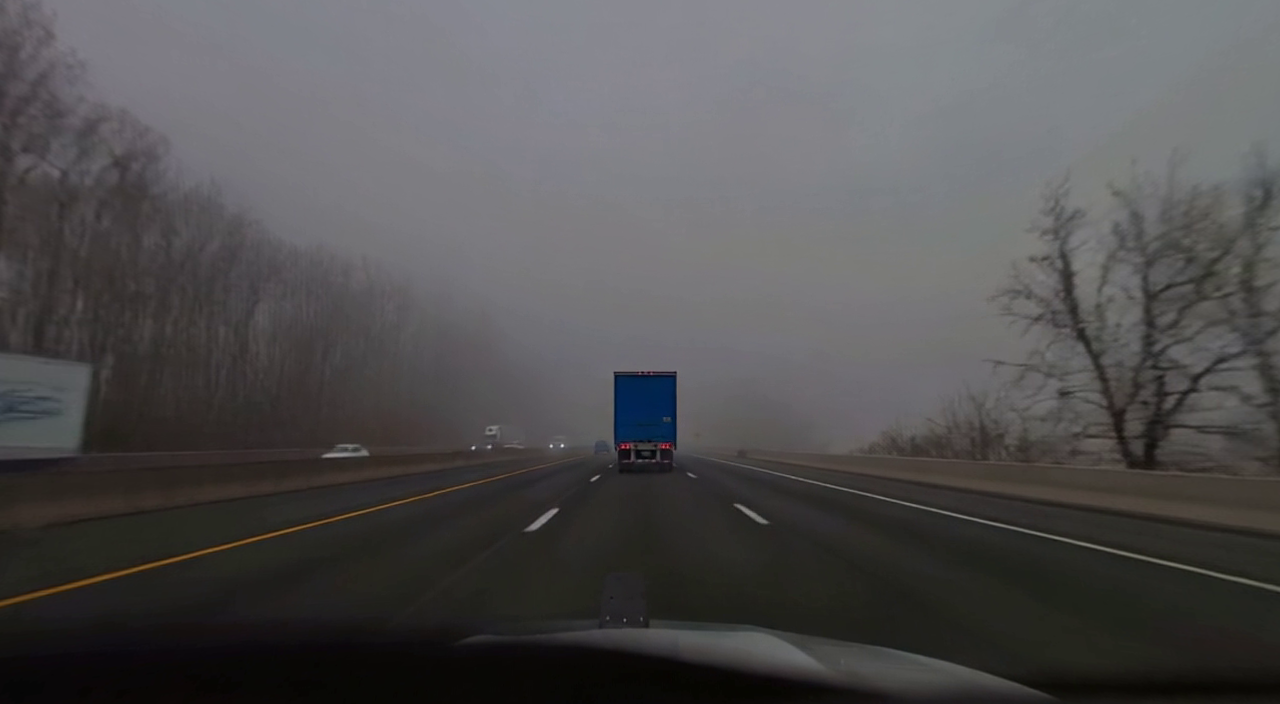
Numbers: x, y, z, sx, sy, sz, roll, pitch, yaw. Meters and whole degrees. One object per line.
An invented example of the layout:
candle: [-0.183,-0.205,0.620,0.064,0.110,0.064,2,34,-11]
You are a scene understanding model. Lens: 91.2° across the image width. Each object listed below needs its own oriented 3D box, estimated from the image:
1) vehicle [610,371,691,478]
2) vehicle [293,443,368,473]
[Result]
vehicle: [0.408,3.469,28.891,3.010,4.039,10.481,0,-8,0]
vehicle: [-16.828,5.748,34.374,1.859,1.495,4.440,0,-8,0]
